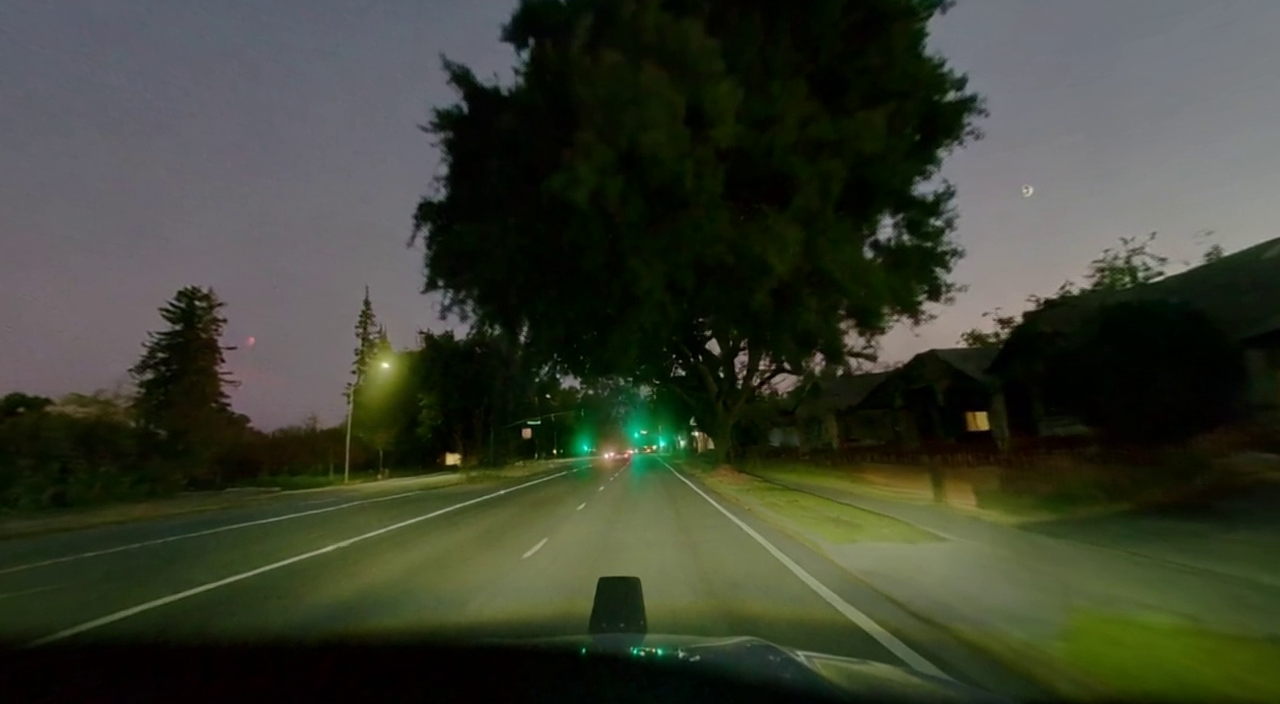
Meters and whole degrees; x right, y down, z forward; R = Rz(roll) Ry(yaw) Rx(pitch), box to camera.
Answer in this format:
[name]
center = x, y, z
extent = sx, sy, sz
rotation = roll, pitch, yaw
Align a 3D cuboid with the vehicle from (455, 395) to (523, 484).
[vehicle]
center = -6.716, 3.936, 28.346
extent = 2.365, 3.642, 3.374
rotation = -2, -9, -4
